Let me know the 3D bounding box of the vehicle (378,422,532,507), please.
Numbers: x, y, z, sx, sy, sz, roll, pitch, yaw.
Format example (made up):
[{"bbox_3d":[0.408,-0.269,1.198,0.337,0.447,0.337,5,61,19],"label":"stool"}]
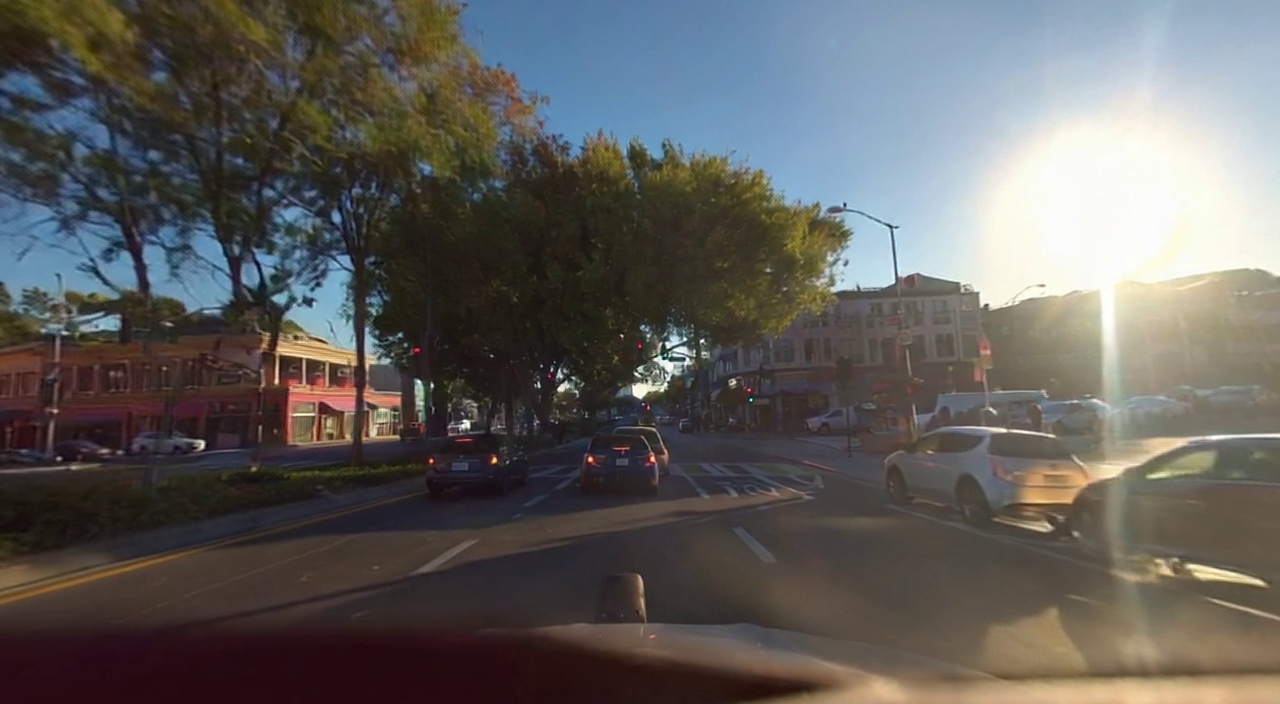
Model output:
[{"bbox_3d":[-3.704,2.352,13.608,1.934,1.522,4.464,0,-8,1],"label":"vehicle"}]

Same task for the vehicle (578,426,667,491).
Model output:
[{"bbox_3d":[-0.425,2.801,16.865,2.082,1.520,3.896,0,-8,0],"label":"vehicle"}]

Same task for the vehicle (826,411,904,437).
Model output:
[{"bbox_3d":[15.257,4.923,42.862,4.775,1.604,1.915,3,-9,-20],"label":"vehicle"}]

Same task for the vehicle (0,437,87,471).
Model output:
[{"bbox_3d":[-34.862,5.820,36.165,4.698,1.833,1.887,-1,-8,3],"label":"vehicle"}]

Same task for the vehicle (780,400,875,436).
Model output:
[{"bbox_3d":[13.839,4.939,46.747,6.541,2.480,2.259,3,-9,-19],"label":"vehicle"}]

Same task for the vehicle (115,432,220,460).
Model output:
[{"bbox_3d":[-26.464,5.275,35.465,4.453,1.471,1.921,-1,-8,4],"label":"vehicle"}]

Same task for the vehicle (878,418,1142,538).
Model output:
[{"bbox_3d":[6.228,2.155,11.450,1.904,1.705,4.510,0,-8,-2],"label":"vehicle"}]

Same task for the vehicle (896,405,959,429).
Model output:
[{"bbox_3d":[21.356,4.878,46.816,5.017,1.542,2.055,6,-11,-38],"label":"vehicle"}]

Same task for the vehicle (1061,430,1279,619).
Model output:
[{"bbox_3d":[6.148,1.471,5.648,1.959,1.513,4.104,0,-8,1],"label":"vehicle"}]
